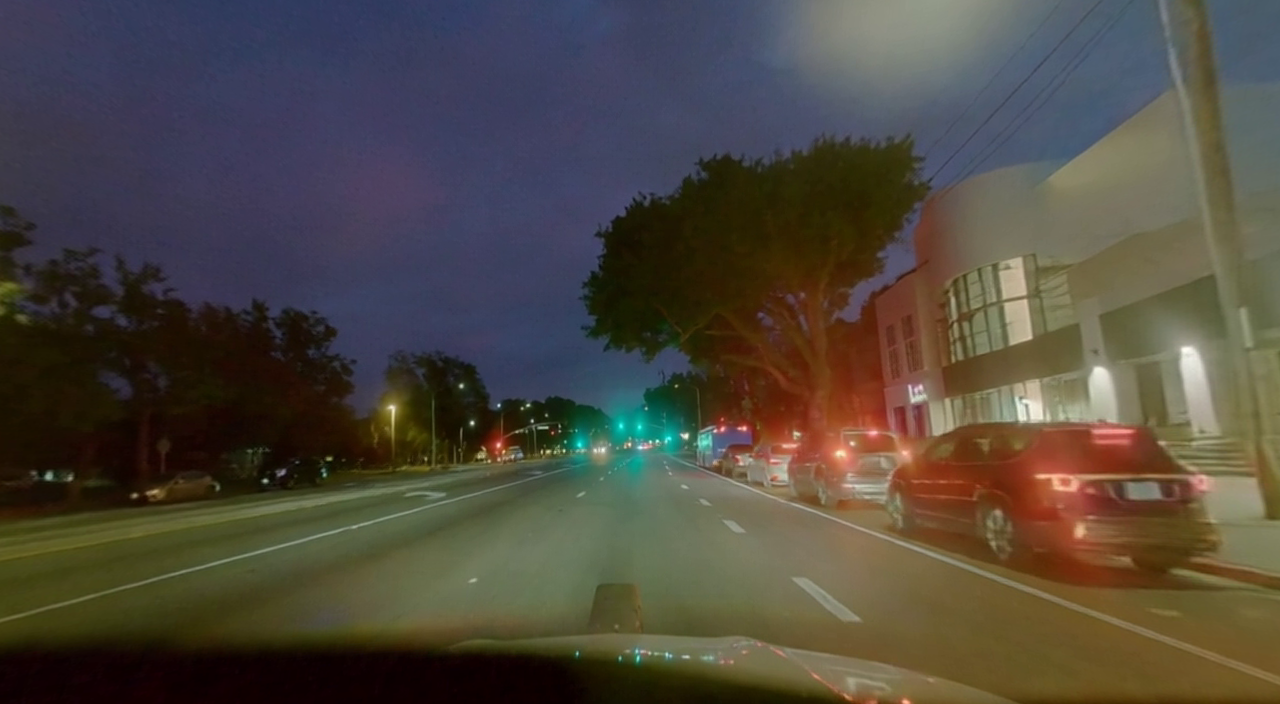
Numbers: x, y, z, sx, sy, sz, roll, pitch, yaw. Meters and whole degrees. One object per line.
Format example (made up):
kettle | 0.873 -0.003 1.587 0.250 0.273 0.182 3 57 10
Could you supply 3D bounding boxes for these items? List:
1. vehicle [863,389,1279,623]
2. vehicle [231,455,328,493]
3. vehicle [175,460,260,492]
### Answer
vehicle | 4.490 1.504 7.188 2.094 1.731 4.763 0 -8 -1
vehicle | -19.417 6.573 34.367 2.166 1.804 4.897 -1 -8 3
vehicle | -28.951 8.487 43.366 4.426 1.782 2.056 -4 -8 1
